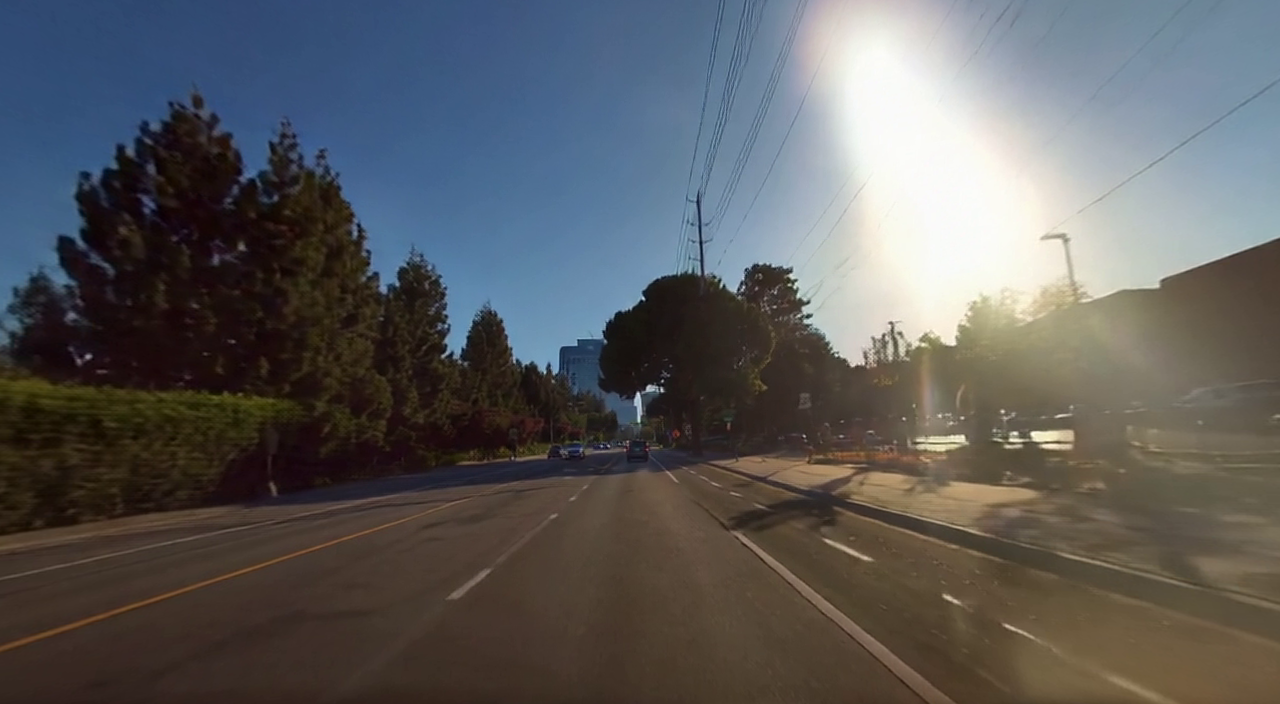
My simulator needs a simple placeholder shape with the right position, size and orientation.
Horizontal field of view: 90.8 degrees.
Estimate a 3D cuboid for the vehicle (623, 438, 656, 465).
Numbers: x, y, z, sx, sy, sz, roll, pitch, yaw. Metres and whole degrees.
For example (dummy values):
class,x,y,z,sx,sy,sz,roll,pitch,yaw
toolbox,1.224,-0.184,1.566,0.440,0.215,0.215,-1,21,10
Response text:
class,x,y,z,sx,sy,sz,roll,pitch,yaw
vehicle,-0.041,6.999,44.652,2.163,1.746,4.073,-1,-8,0
